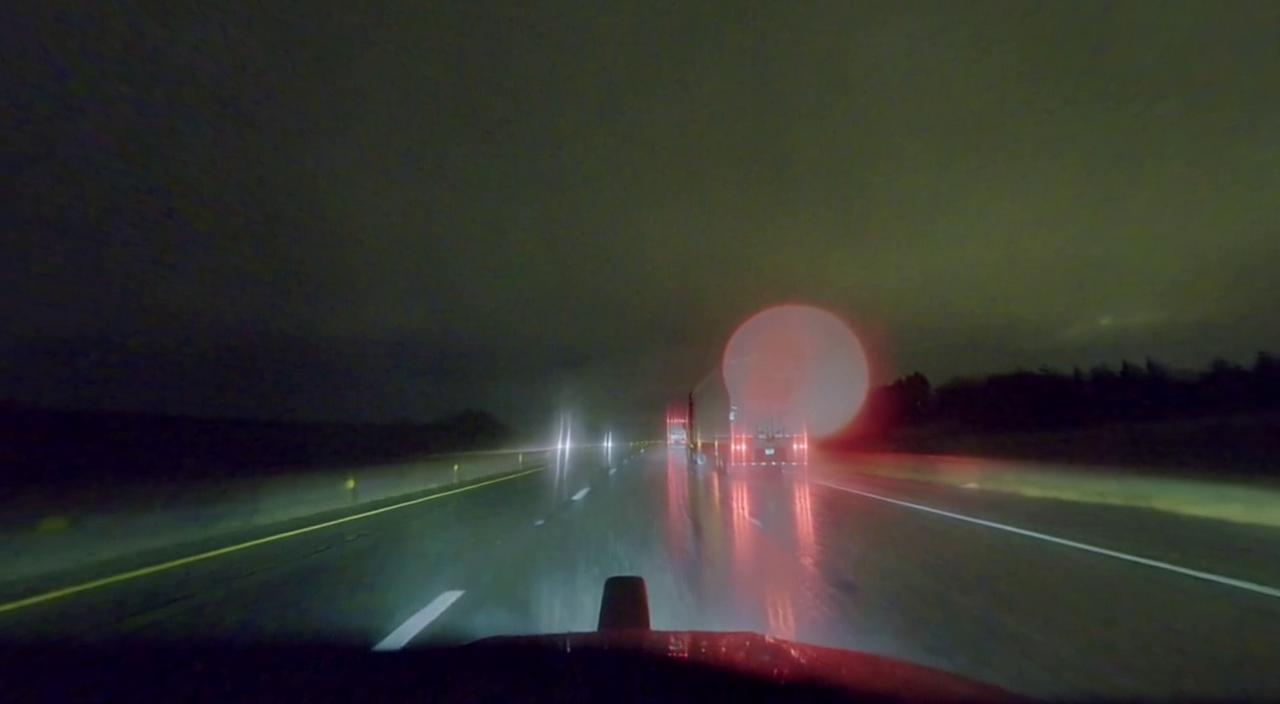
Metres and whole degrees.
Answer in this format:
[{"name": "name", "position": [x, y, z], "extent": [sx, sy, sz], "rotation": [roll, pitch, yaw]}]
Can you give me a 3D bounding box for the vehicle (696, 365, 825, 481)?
[{"name": "vehicle", "position": [4.793, 3.507, 28.862], "extent": [3.485, 3.975, 14.489], "rotation": [0, -8, 2]}]
